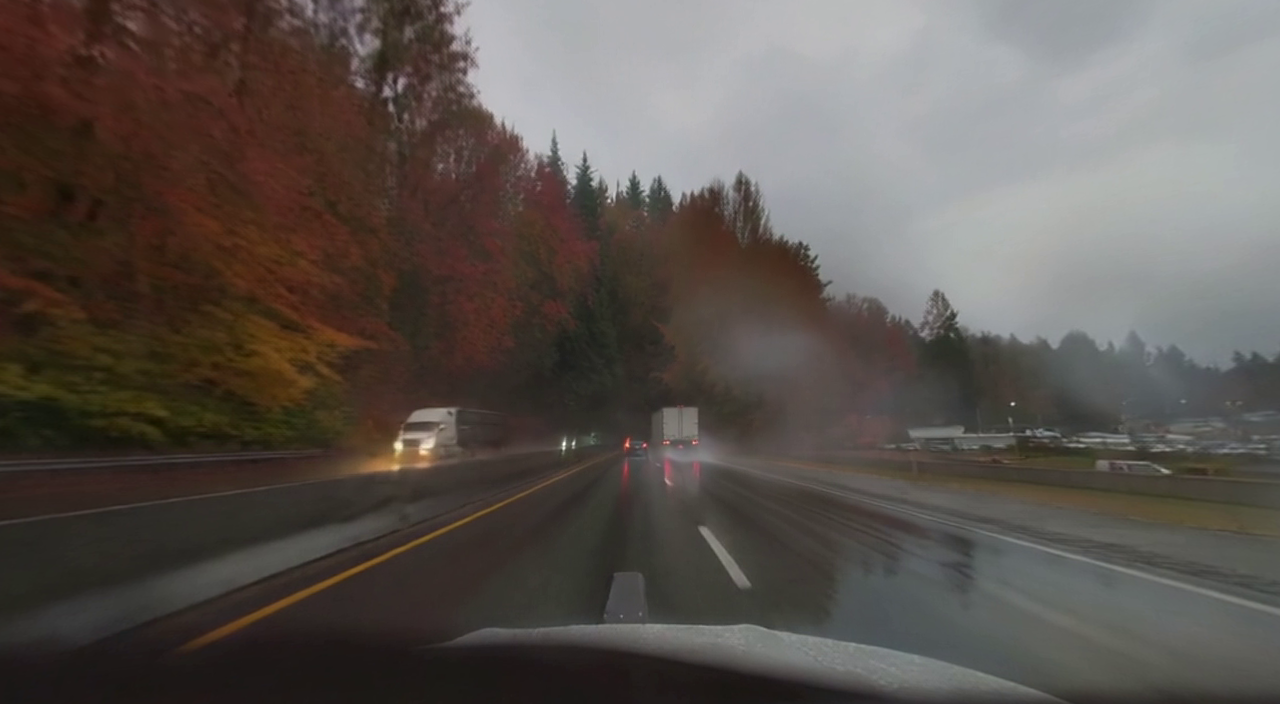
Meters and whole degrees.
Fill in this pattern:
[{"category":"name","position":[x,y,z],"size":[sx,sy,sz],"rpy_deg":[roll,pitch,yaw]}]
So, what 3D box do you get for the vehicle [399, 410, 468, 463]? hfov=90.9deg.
[{"category":"vehicle","position":[-14.081,5.773,43.130],"size":[3.618,3.504,2.875],"rpy_deg":[0,-8,1]}]
